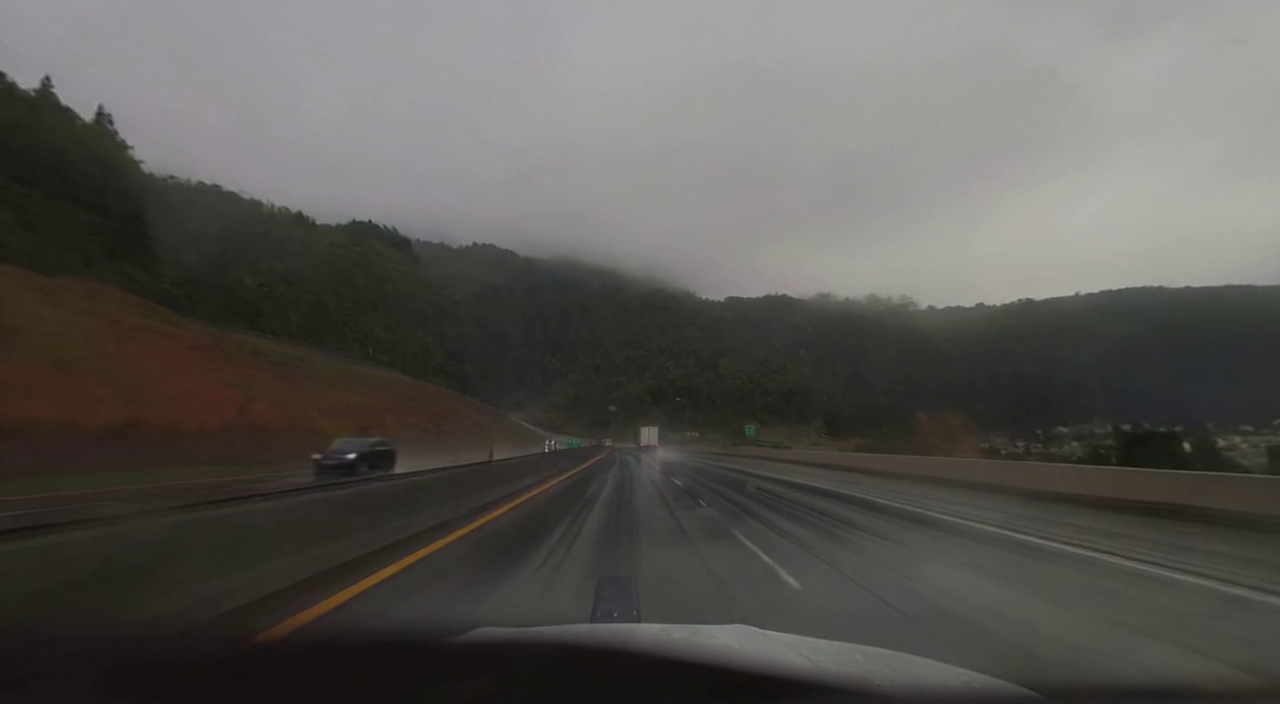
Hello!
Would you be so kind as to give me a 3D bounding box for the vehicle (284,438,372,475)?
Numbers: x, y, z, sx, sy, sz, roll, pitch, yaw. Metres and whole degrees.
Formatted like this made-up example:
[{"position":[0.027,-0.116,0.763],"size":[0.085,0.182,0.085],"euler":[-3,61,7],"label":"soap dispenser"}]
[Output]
[{"position":[-13.587,4.559,27.689],"size":[1.858,1.507,3.929],"euler":[0,-8,-1],"label":"vehicle"}]
